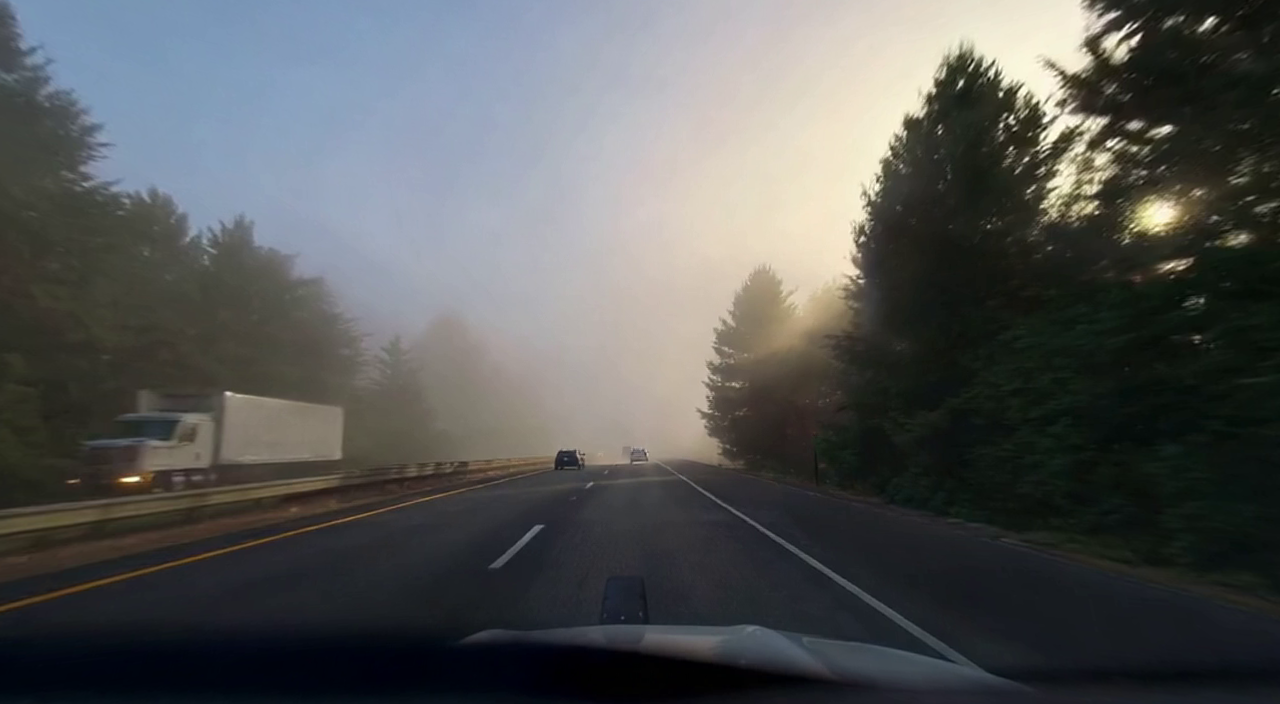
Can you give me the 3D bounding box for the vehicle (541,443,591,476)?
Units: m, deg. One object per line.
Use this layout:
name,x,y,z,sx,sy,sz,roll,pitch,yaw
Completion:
vehicle,-3.888,5.756,33.963,2.182,1.629,4.263,0,-9,0

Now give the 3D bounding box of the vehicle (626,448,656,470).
vehicle,0.088,7.605,45.193,2.046,1.452,4.407,0,-9,0

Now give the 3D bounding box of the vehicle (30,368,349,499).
vehicle,-16.814,3.495,26.128,2.854,3.933,14.220,0,-9,-1
